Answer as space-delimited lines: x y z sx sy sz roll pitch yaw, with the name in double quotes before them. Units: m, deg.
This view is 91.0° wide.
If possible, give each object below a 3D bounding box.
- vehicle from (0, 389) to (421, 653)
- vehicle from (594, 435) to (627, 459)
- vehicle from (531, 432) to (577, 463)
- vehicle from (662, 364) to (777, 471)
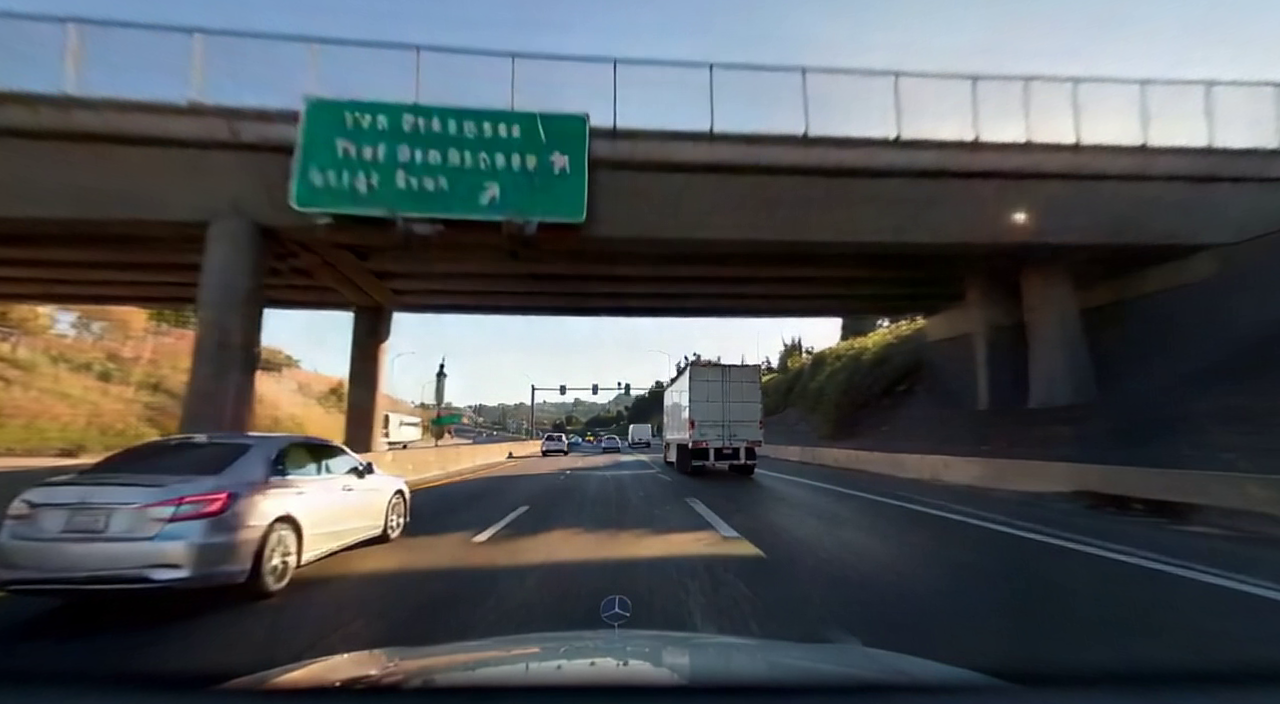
"vehicle" -4.042 1.382 6.245 2.213 1.650 4.403 0 -8 -1
"vehicle" -2.012 6.401 42.473 2.125 1.542 3.816 0 -8 -4
"vehicle" -5.226 5.861 38.834 2.377 1.747 4.703 0 -8 -3
"vehicle" 3.249 3.450 30.796 3.301 4.034 13.722 0 -8 -2
